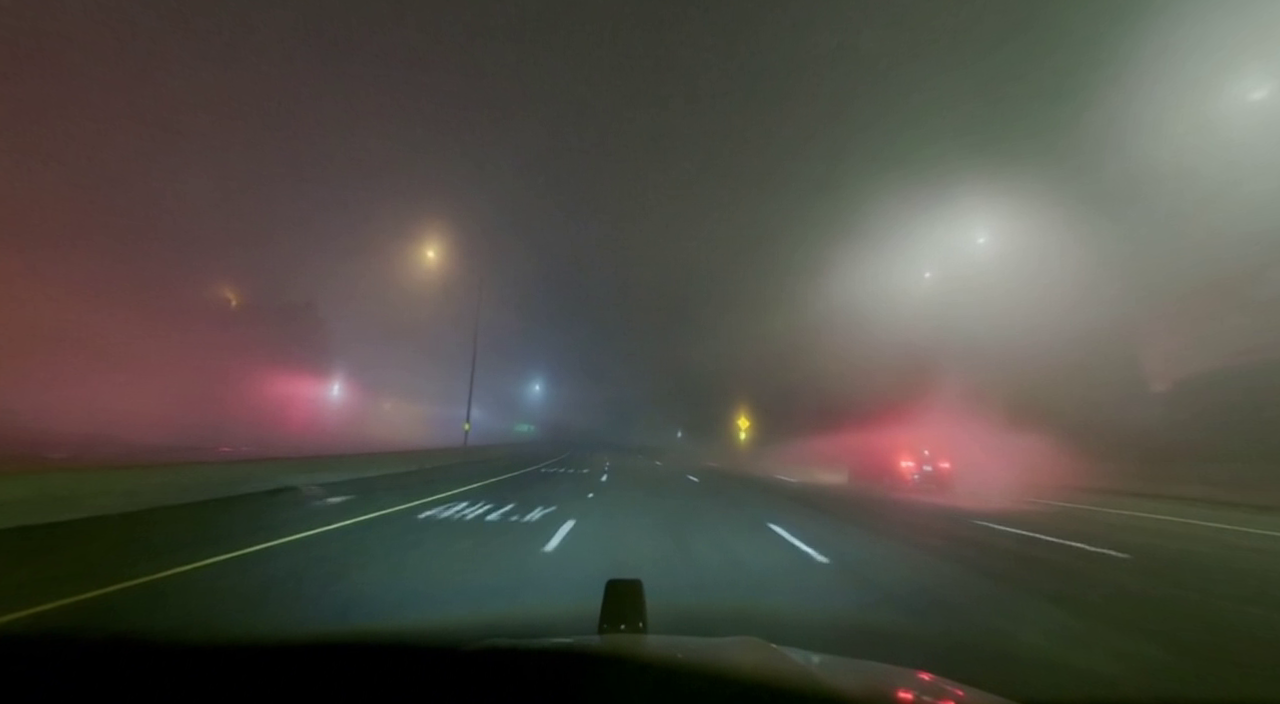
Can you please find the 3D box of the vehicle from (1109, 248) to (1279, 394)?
[{"bbox_3d":[24.614,-1.434,22.408,2.893,4.671,14.157,4,-9,-11],"label":"vehicle"}]
